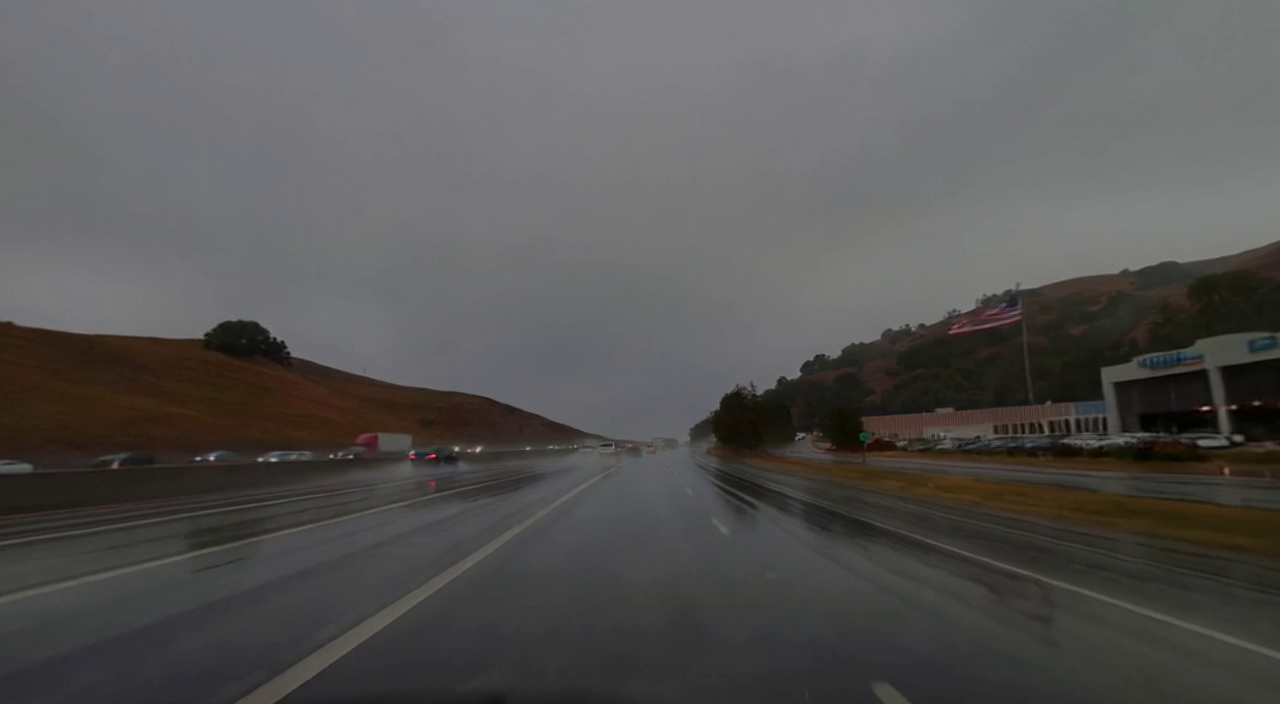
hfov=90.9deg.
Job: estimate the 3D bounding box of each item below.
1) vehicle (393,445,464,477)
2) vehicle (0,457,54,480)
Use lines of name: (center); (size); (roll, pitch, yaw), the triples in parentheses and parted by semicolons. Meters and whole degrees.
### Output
vehicle: (-10.724, 5.536, 32.345); (1.927, 1.454, 4.395); (-1, -8, 2)
vehicle: (-41.843, 7.755, 42.082); (1.663, 1.425, 3.819); (0, -8, 1)
